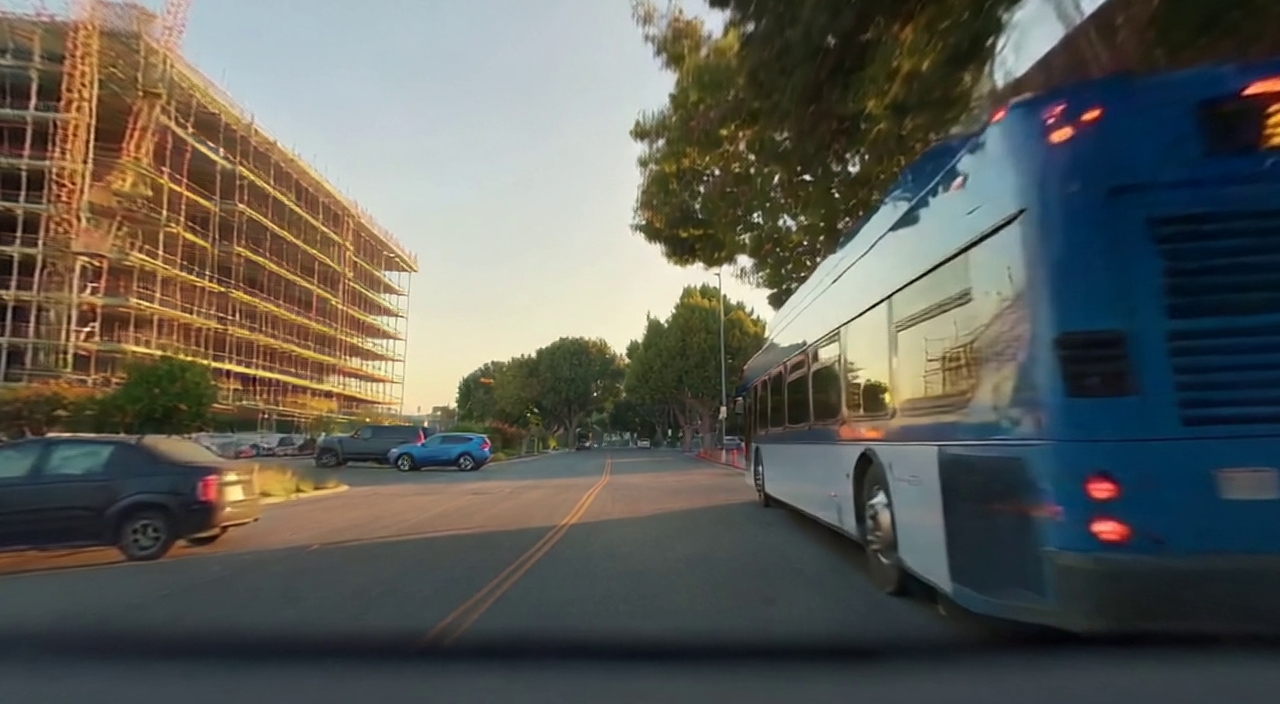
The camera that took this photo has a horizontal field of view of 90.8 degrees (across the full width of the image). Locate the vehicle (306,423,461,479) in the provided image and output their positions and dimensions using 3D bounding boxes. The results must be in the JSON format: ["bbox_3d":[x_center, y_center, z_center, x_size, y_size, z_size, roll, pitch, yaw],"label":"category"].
[{"bbox_3d":[-13.500,5.288,33.922,7.067,2.785,2.980,1,-8,-9],"label":"vehicle"}]

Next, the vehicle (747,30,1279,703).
[{"bbox_3d":[3.827,0.922,9.196,3.040,3.424,12.508,0,-8,3],"label":"vehicle"}]

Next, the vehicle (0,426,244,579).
[{"bbox_3d":[-7.821,1.795,7.899,4.689,1.683,2.065,5,-10,-30],"label":"vehicle"}]

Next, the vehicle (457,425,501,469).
[{"bbox_3d":[-8.012,4.724,31.635,1.515,2.074,2.668,0,-7,-1],"label":"vehicle"}]
